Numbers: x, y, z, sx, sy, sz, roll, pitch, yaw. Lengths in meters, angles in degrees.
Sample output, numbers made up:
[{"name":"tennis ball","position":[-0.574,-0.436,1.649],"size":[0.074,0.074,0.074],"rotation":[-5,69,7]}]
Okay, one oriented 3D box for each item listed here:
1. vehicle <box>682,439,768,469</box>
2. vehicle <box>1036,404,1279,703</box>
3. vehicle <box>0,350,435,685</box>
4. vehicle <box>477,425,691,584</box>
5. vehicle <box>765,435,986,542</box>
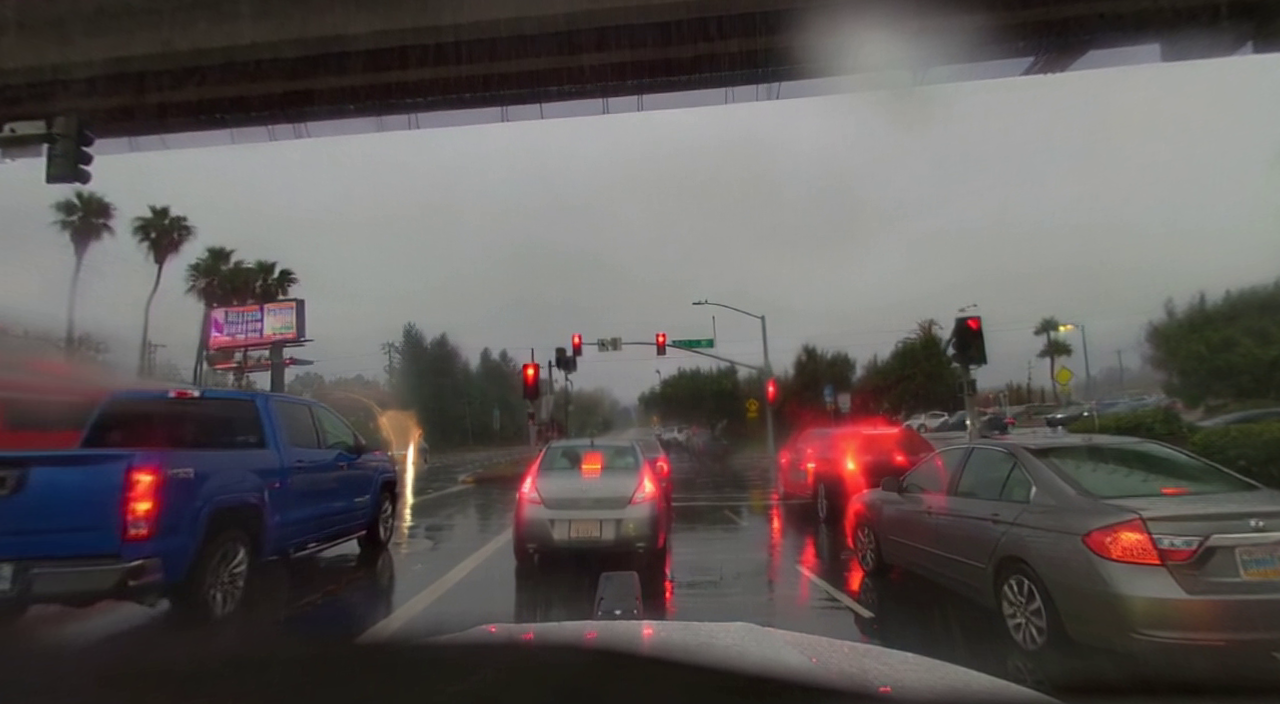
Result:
[{"name":"vehicle","position":[4.198,5.137,31.969],"size":[1.878,1.428,4.416],"rotation":[5,-10,-32]},{"name":"vehicle","position":[3.887,0.891,2.191],"size":[2.052,1.496,4.541],"rotation":[0,-9,0]},{"name":"vehicle","position":[-3.889,1.303,6.236],"size":[2.078,1.838,5.448],"rotation":[0,-9,-2]},{"name":"vehicle","position":[-0.636,1.760,8.136],"size":[2.035,1.491,4.090],"rotation":[0,-9,-3]},{"name":"vehicle","position":[3.706,2.225,11.017],"size":[1.965,1.448,4.486],"rotation":[0,-9,-2]}]
